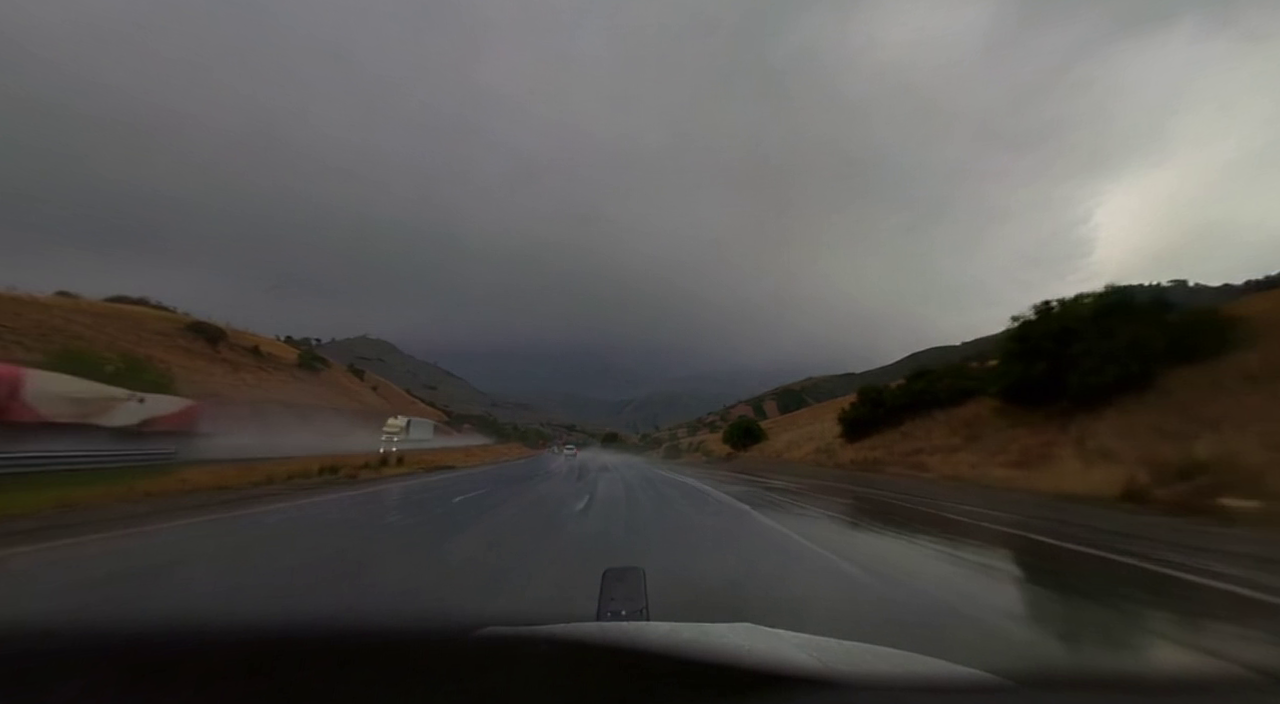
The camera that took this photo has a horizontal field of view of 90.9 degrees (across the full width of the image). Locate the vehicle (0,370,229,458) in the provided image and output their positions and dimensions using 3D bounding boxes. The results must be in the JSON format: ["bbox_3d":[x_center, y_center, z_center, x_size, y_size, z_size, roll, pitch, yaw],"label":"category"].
[{"bbox_3d":[-27.912,3.678,33.348,2.819,3.536,15.839,1,-9,-4],"label":"vehicle"}]
